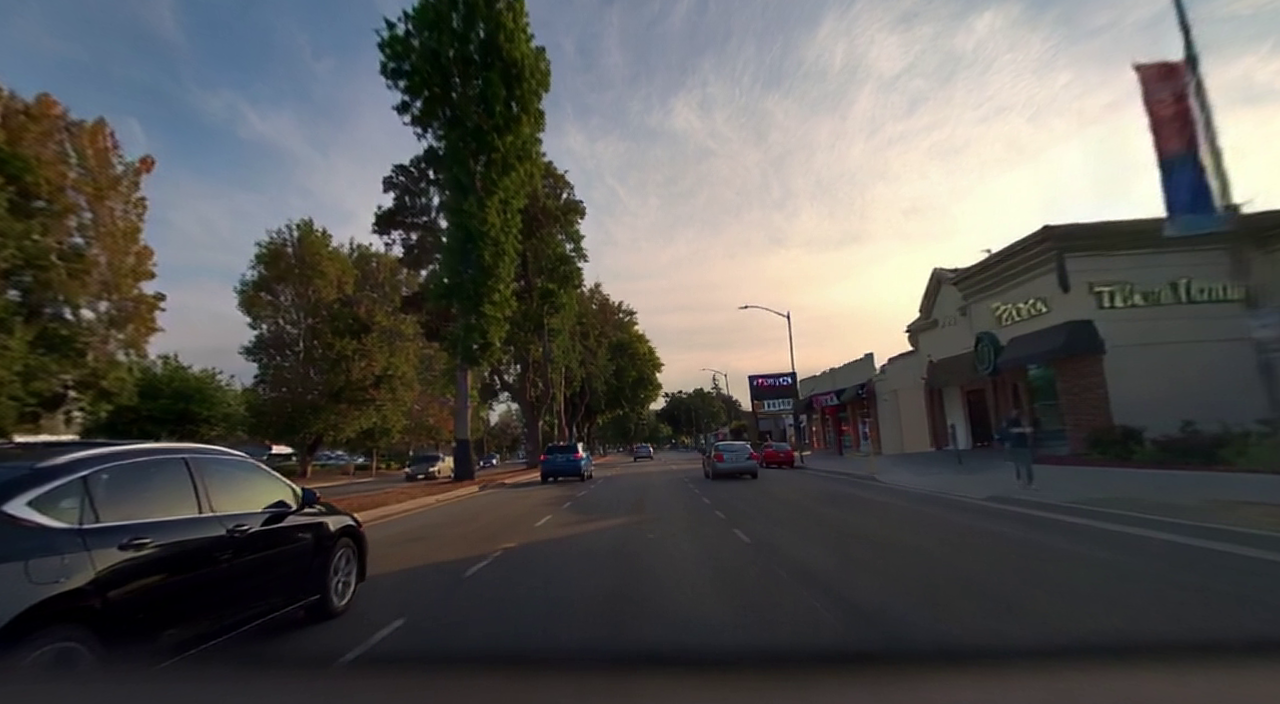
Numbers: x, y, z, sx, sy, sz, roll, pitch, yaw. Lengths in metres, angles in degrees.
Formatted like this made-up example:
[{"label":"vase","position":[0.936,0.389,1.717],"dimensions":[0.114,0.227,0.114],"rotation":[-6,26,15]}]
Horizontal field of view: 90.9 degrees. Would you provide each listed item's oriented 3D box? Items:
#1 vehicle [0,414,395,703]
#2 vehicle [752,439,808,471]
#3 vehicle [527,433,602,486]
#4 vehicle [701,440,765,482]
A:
[{"label":"vehicle","position":[-3.241,1.107,3.212],"dimensions":[1.956,1.460,4.802],"rotation":[0,-9,1]},{"label":"vehicle","position":[7.684,5.698,35.075],"dimensions":[2.089,1.678,4.725],"rotation":[0,-9,1]},{"label":"vehicle","position":[-2.746,4.055,23.986],"dimensions":[2.193,1.788,4.603],"rotation":[0,-9,1]},{"label":"vehicle","position":[3.603,4.306,25.185],"dimensions":[1.904,1.490,4.299],"rotation":[0,-9,0]}]
